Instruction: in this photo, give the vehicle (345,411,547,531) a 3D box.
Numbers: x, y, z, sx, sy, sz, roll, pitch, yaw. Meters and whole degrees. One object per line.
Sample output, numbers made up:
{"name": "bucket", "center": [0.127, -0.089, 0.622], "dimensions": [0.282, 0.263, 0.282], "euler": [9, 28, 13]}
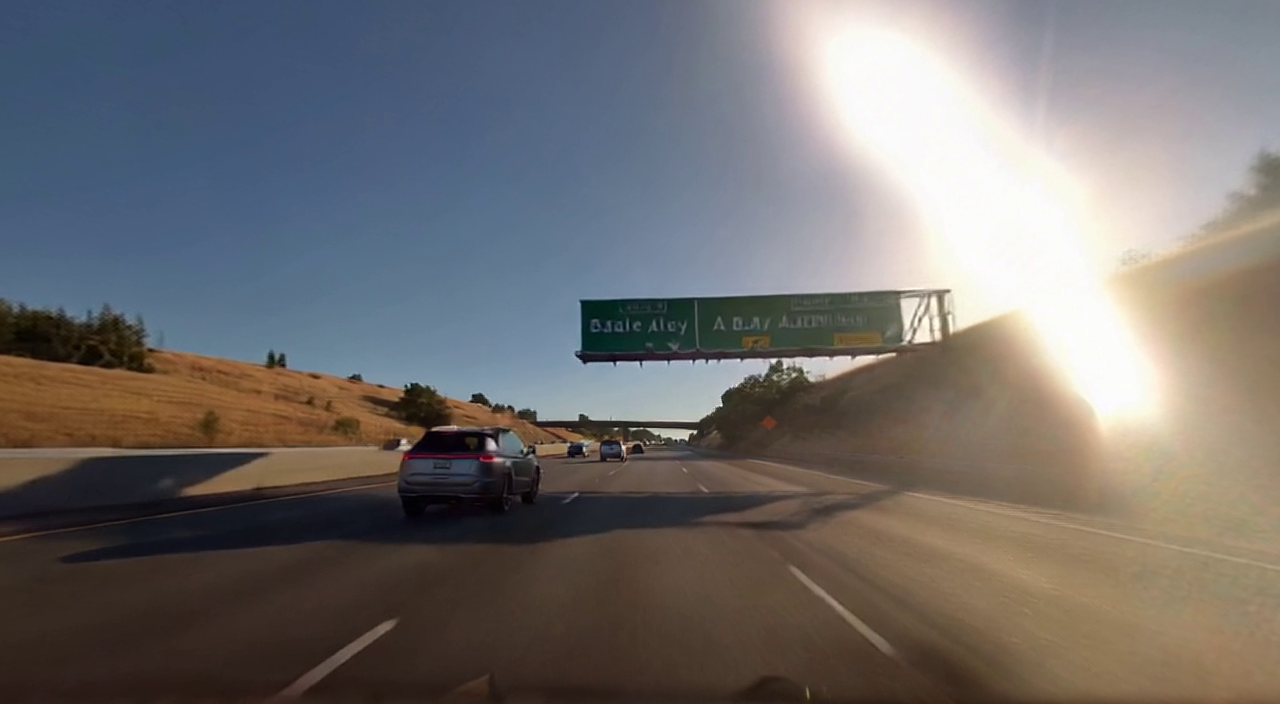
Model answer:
{"name": "vehicle", "center": [-3.387, 2.217, 12.264], "dimensions": [2.218, 1.848, 4.789], "euler": [0, -9, 2]}
